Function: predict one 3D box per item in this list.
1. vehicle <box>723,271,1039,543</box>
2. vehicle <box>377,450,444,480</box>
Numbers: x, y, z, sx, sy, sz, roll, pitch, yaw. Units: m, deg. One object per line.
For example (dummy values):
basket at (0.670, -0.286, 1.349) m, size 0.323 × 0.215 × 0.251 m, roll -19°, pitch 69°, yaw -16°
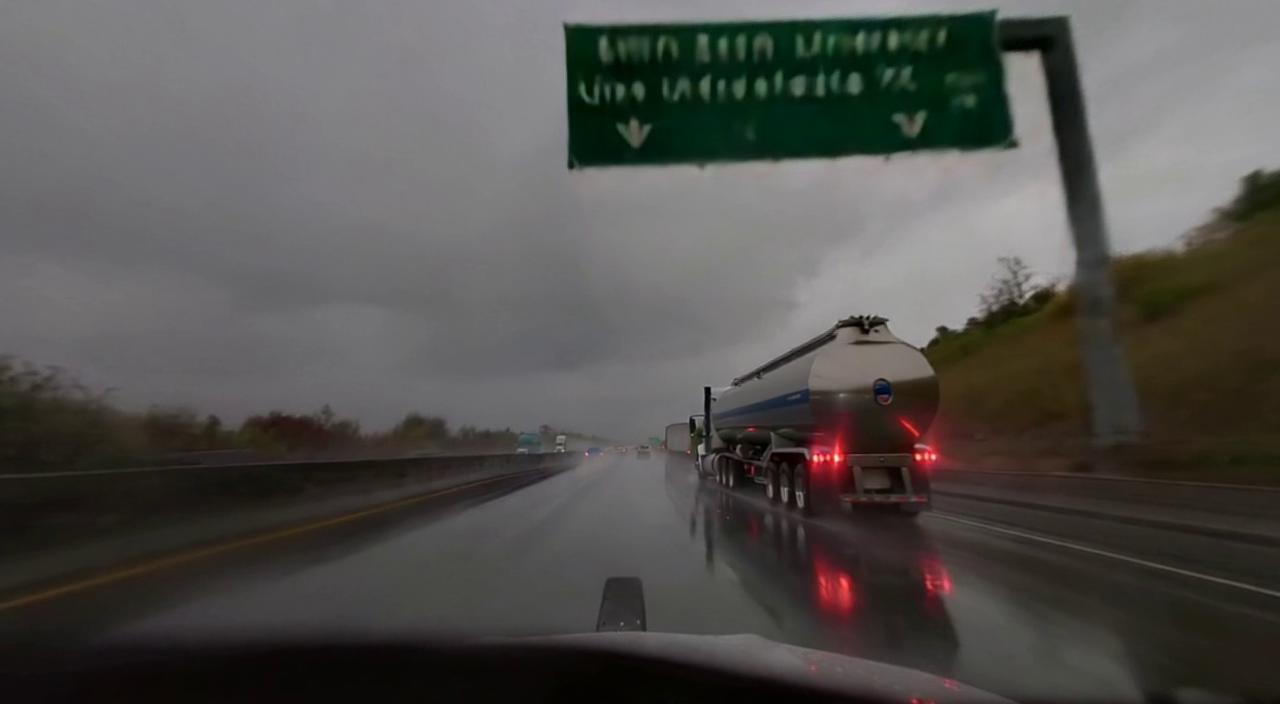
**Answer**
vehicle at (3.890, 1.450, 13.506) m, size 2.759 × 3.734 × 9.708 m, roll 0°, pitch -9°, yaw -1°
vehicle at (-11.490, 5.671, 31.895) m, size 1.820 × 1.432 × 3.977 m, roll 0°, pitch -9°, yaw 1°
